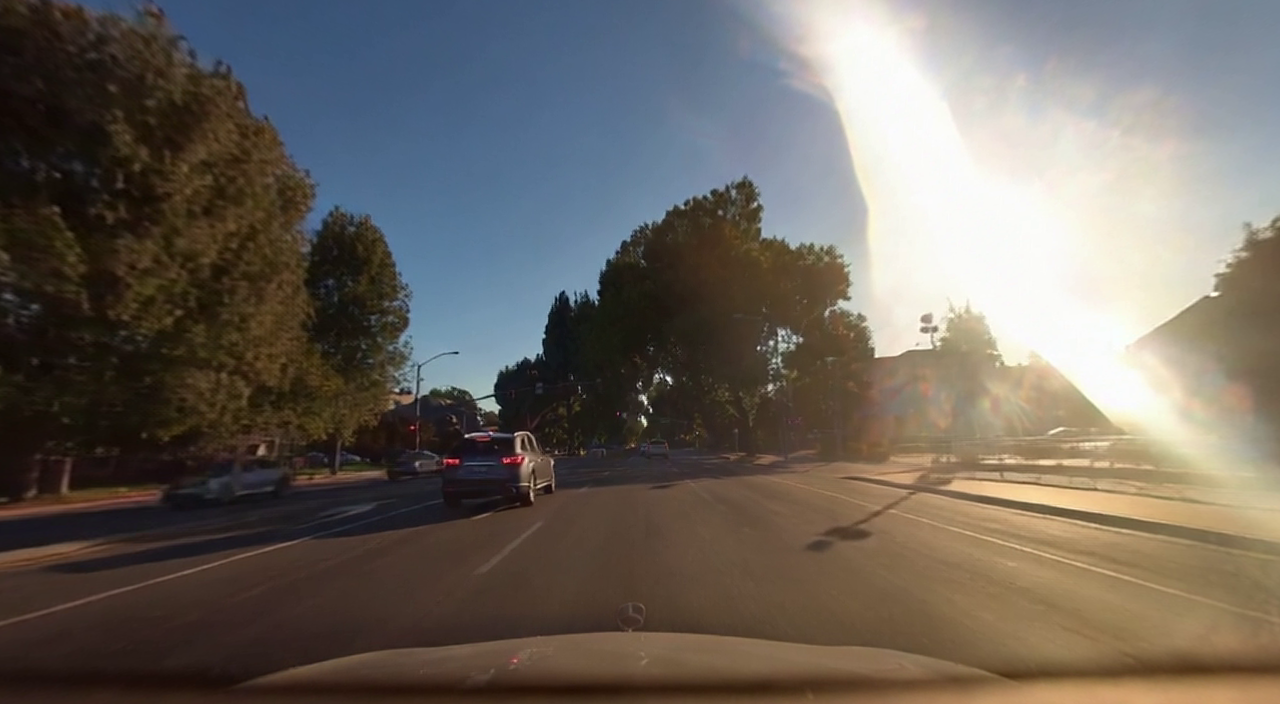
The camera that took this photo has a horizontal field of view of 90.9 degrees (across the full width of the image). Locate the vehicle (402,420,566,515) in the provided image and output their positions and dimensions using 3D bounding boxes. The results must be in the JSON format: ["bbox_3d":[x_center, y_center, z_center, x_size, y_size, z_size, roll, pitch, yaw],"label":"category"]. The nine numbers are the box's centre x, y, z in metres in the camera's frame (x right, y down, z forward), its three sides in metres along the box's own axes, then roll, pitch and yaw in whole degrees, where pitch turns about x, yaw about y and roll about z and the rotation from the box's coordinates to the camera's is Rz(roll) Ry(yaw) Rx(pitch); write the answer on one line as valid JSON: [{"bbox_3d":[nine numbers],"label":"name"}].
[{"bbox_3d":[-3.358,2.656,15.042,2.459,1.825,5.380,-1,-8,1],"label":"vehicle"}]

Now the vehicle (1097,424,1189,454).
[{"bbox_3d":[33.095,5.722,41.685,2.003,1.734,4.821,-3,-7,0],"label":"vehicle"}]

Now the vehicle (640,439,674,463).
[{"bbox_3d":[1.265,7.661,48.910,2.437,1.737,4.420,0,-8,-2],"label":"vehicle"}]

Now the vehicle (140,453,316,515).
[{"bbox_3d":[-11.770,3.768,18.529,1.915,1.493,4.782,-1,-8,1],"label":"vehicle"}]
